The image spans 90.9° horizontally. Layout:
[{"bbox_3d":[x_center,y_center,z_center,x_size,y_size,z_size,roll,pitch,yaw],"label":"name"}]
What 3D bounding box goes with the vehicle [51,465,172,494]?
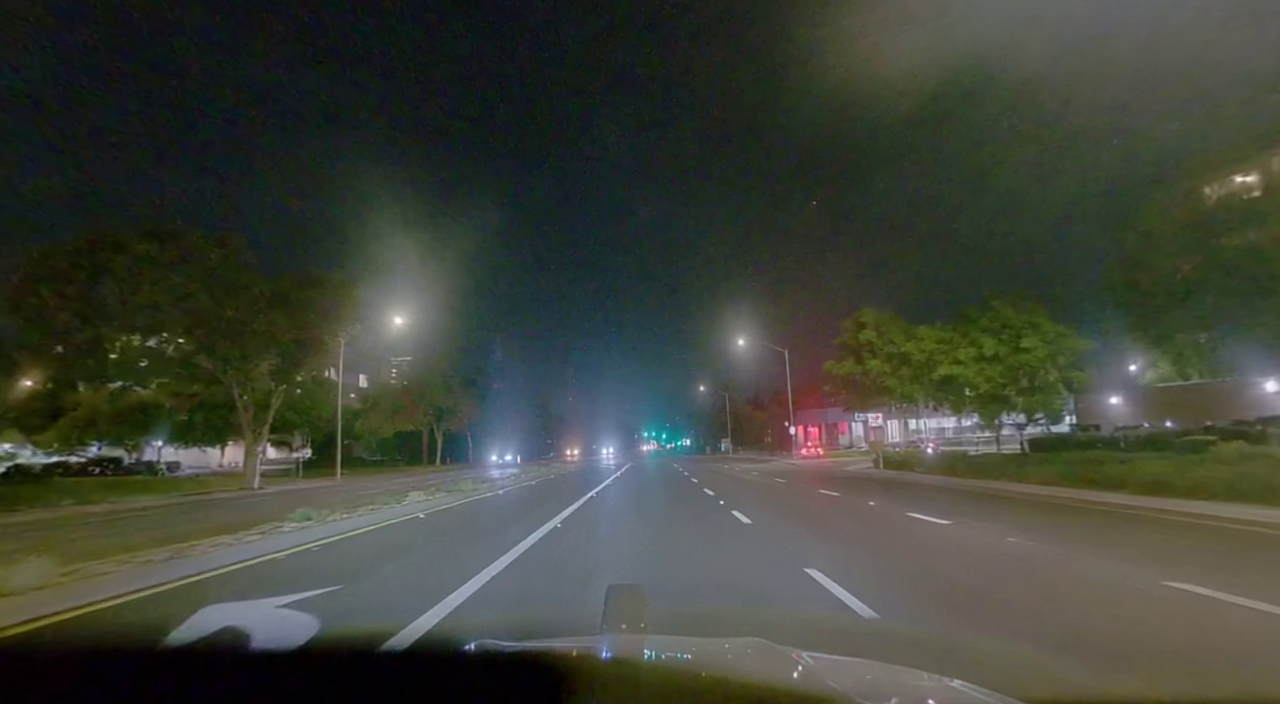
[{"bbox_3d":[-28.884,6.973,34.589,4.678,1.384,1.920,1,-8,-7],"label":"vehicle"}]
